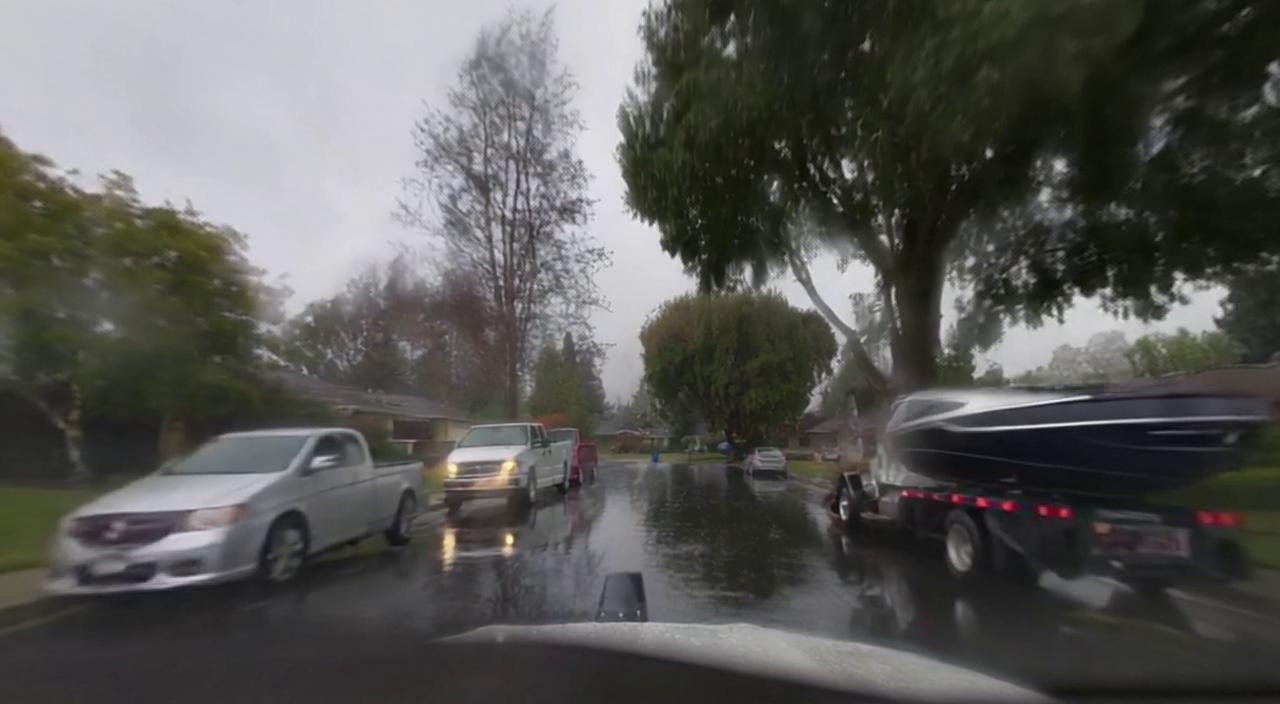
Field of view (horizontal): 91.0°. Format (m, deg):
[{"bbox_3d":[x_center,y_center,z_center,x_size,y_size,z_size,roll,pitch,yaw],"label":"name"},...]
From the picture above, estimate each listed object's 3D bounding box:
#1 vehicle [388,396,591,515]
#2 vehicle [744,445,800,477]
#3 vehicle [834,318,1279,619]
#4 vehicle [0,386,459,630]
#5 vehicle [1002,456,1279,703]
[{"bbox_3d":[-3.157,2.452,15.247,2.632,2.249,6.179,-1,-9,8],"label":"vehicle"},{"bbox_3d":[6.574,5.468,31.917,1.998,1.489,4.722,0,-9,2],"label":"vehicle"},{"bbox_3d":[4.673,1.395,8.274,2.697,2.558,5.635,-1,-9,3],"label":"vehicle"},{"bbox_3d":[-3.844,1.477,6.998,2.052,1.745,4.737,-1,-9,3],"label":"vehicle"},{"bbox_3d":[4.227,1.124,1.830,2.804,1.336,6.700,1,-7,4],"label":"vehicle"}]
